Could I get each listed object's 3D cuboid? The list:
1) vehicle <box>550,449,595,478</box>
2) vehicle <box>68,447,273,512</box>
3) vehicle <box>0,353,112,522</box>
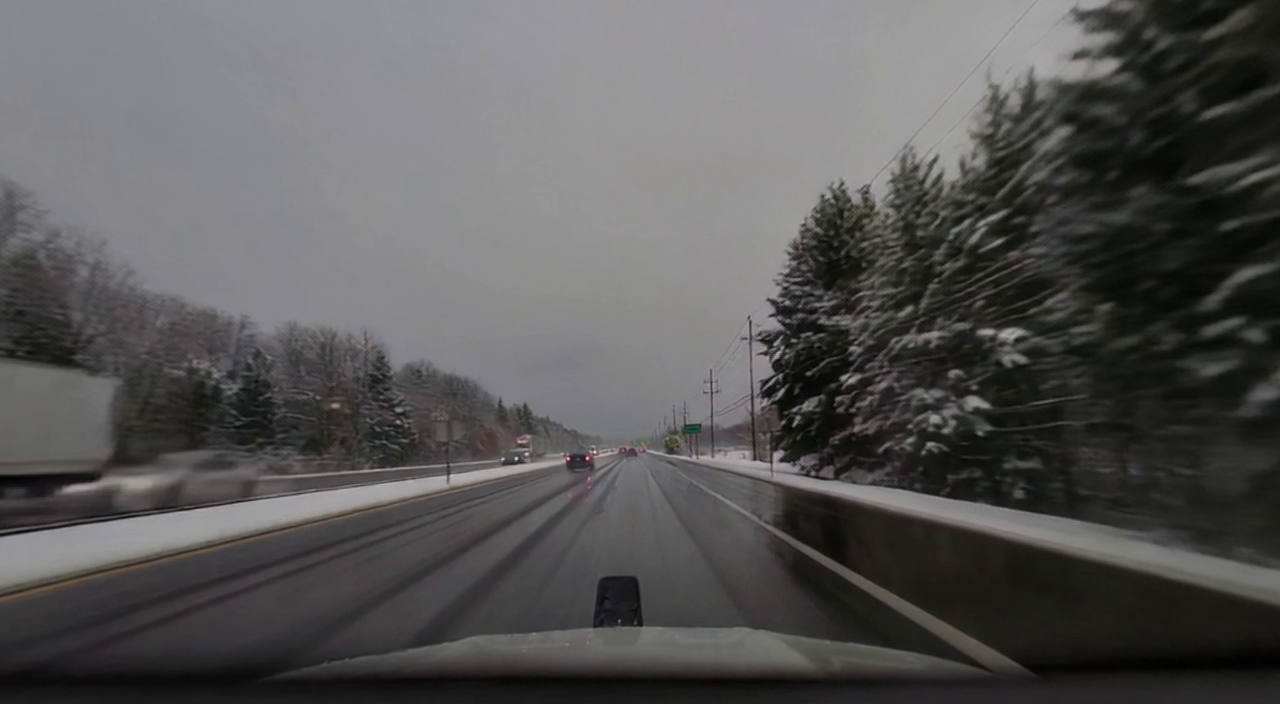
[{"bbox_3d":[-3.765,6.309,35.695,2.123,1.545,4.404,0,-9,0],"label":"vehicle"},{"bbox_3d":[-12.236,3.327,16.803,2.162,1.491,4.265,0,-9,0],"label":"vehicle"},{"bbox_3d":[-17.064,1.464,11.344,3.067,4.053,13.781,0,-9,0],"label":"vehicle"}]
